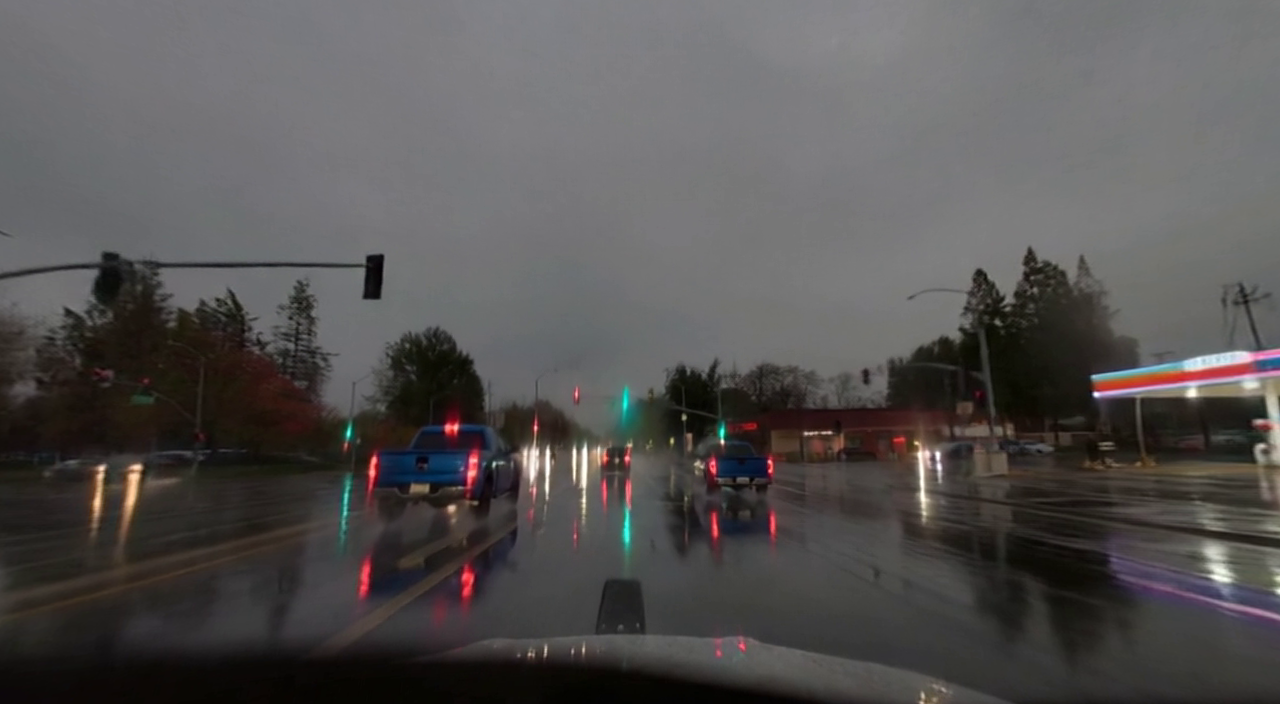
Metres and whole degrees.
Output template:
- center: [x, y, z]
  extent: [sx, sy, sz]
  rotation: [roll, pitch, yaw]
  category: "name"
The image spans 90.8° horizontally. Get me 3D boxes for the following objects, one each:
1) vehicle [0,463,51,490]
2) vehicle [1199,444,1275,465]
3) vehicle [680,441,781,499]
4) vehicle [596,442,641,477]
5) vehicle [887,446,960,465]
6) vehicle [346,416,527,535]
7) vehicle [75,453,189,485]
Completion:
- center: [-37.803, 7.344, 37.307]
  extent: [3.849, 1.510, 1.865]
  rotation: [1, -9, -9]
  category: "vehicle"
- center: [42.988, 7.390, 45.512]
  extent: [4.101, 1.426, 1.853]
  rotation: [2, -9, -11]
  category: "vehicle"
- center: [2.502, 3.401, 18.681]
  extent: [2.061, 1.487, 4.462]
  rotation: [1, -9, -3]
  category: "vehicle"
- center: [-1.103, 5.253, 31.020]
  extent: [2.029, 1.605, 3.827]
  rotation: [1, -9, -4]
  category: "vehicle"
- center: [21.771, 7.940, 48.622]
  extent: [4.789, 1.455, 1.986]
  rotation: [2, -9, -11]
  category: "vehicle"
- center: [-3.805, 2.427, 13.151]
  extent: [2.195, 1.905, 5.634]
  rotation: [0, -9, -3]
  category: "vehicle"
- center: [-33.009, 7.580, 41.190]
  extent: [5.204, 1.963, 2.395]
  rotation: [0, -9, -2]
  category: "vehicle"
